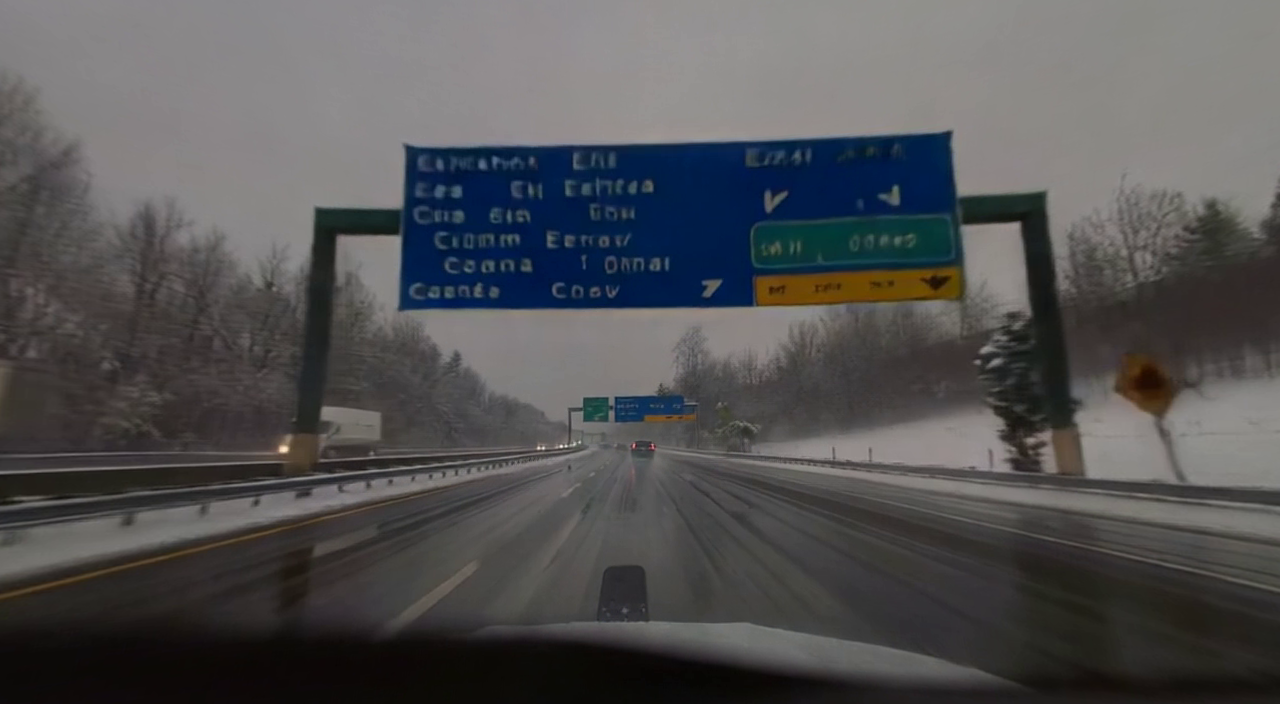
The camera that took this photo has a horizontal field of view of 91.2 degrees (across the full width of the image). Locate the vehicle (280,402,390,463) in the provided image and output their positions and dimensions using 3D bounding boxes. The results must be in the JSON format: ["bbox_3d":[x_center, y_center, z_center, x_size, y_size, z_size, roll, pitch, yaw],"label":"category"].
[{"bbox_3d":[-22.087,6.055,46.403,2.993,4.028,10.213,0,-9,0],"label":"vehicle"}]

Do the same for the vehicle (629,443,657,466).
[{"bbox_3d":[0.202,7.004,43.004,1.859,1.478,3.799,0,-8,0],"label":"vehicle"}]
